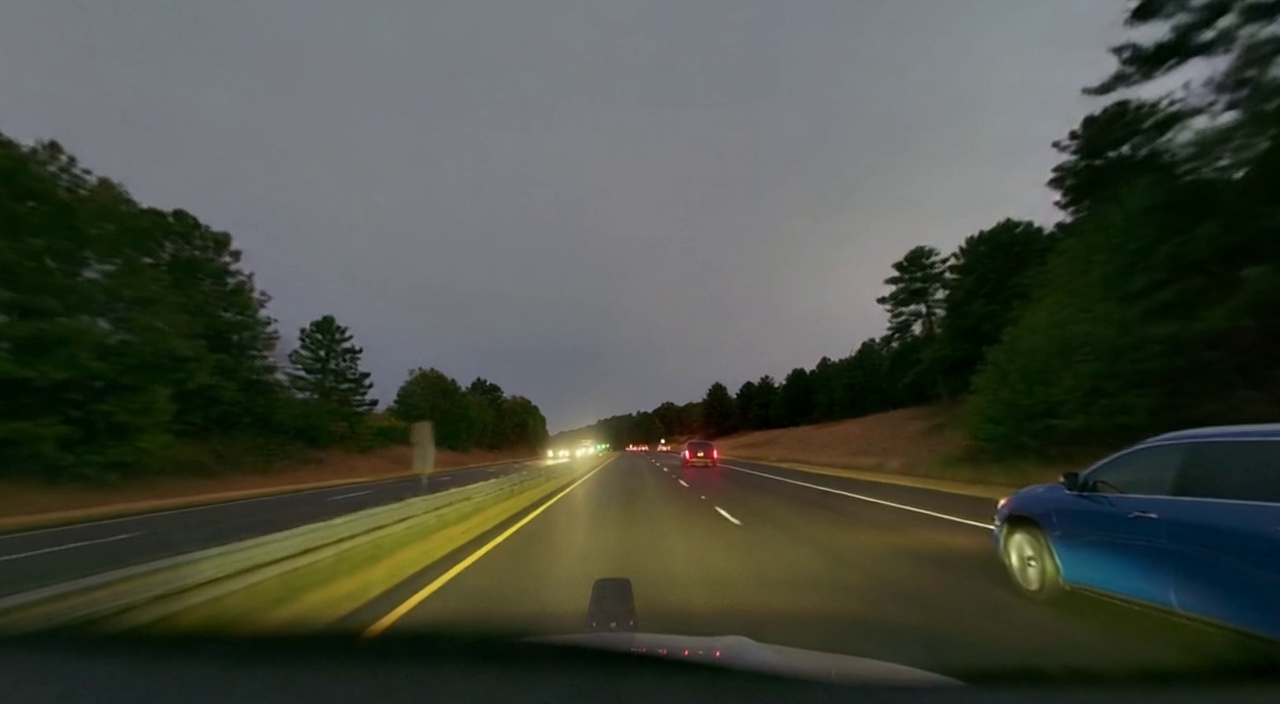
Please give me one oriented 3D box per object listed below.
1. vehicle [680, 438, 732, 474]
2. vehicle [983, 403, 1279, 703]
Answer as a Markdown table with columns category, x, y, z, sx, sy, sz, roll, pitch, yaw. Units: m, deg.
| category | x | y | z | sx | sy | sz | roll | pitch | yaw |
| --- | --- | --- | --- | --- | --- | --- | --- | --- | --- |
| vehicle | 3.282 | 5.227 | 31.981 | 2.043 | 1.673 | 4.016 | 0 | -8 | -3 |
| vehicle | 3.873 | 1.006 | 3.007 | 1.999 | 1.501 | 4.221 | 0 | -8 | -1 |
